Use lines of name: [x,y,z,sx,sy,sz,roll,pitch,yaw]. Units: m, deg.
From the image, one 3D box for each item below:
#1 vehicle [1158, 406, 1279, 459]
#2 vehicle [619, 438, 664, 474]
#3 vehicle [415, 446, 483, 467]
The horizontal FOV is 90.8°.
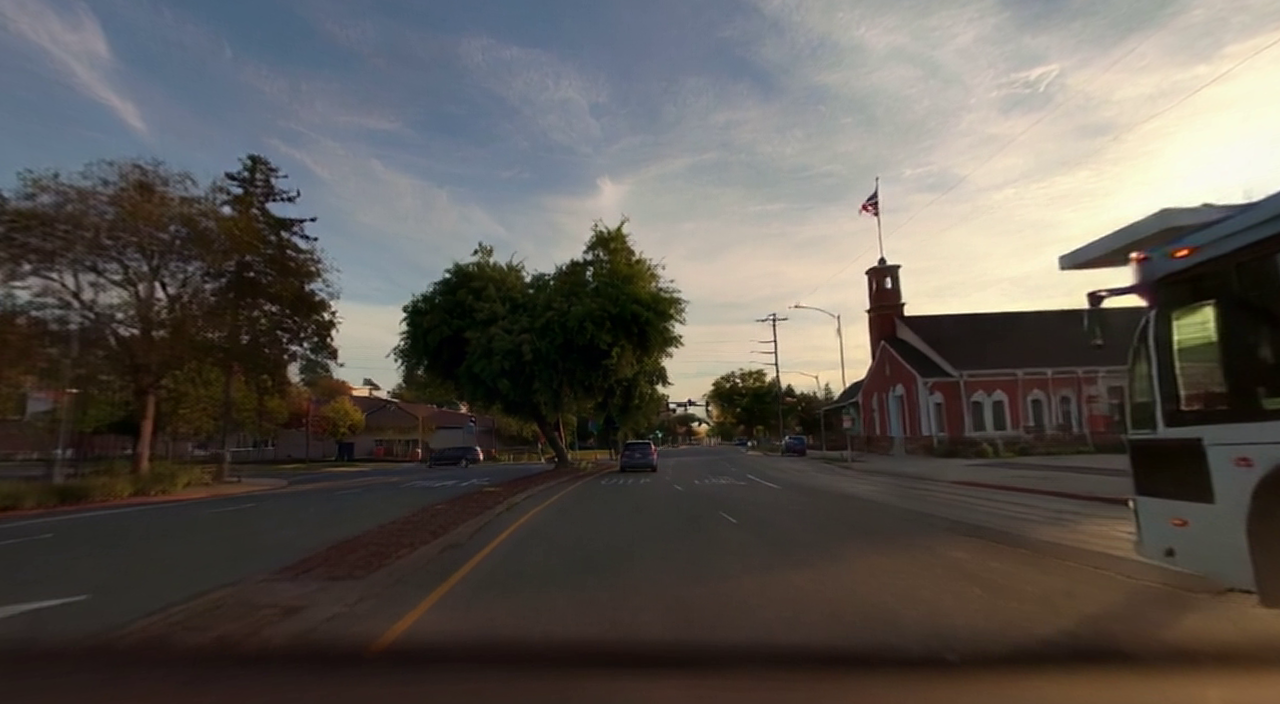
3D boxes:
vehicle: [25.378,3.461,27.188,4.262,2.188,2.087,0,-7,-1]
vehicle: [0.132,5.049,30.792,2.032,1.621,4.082,0,-8,2]
vehicle: [-14.046,7.688,46.685,2.210,1.493,4.430,-6,-10,33]
